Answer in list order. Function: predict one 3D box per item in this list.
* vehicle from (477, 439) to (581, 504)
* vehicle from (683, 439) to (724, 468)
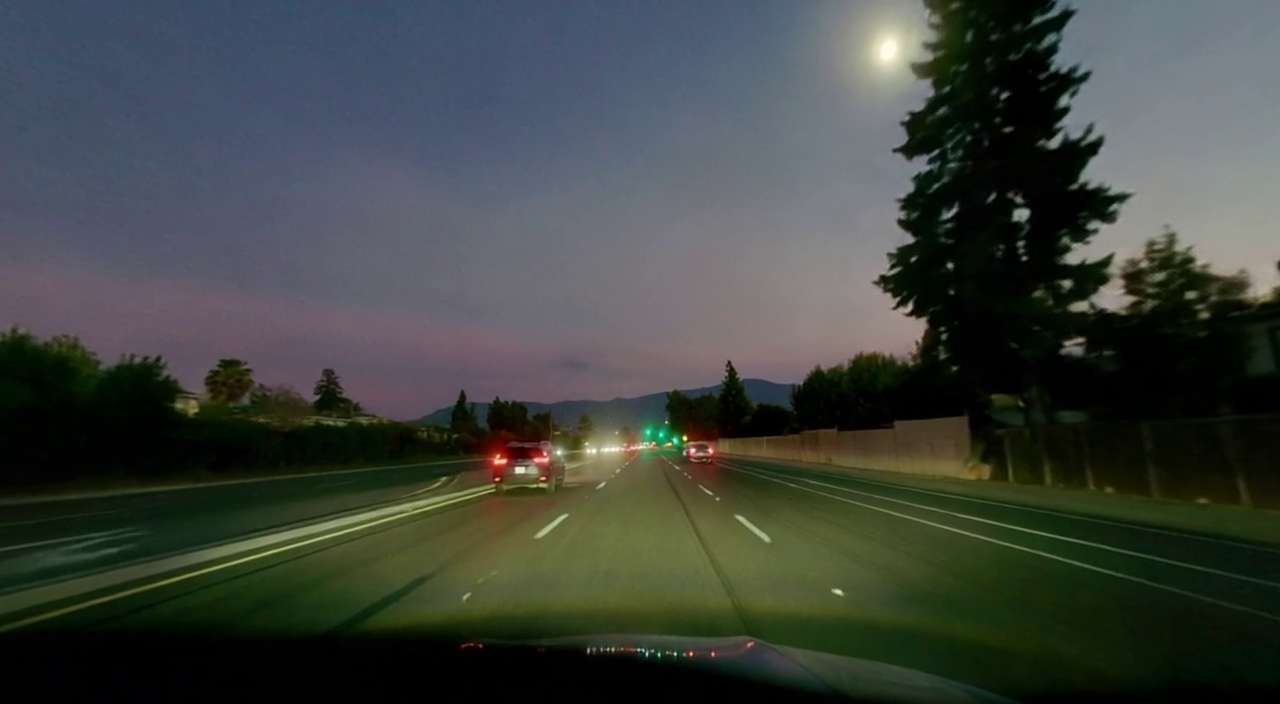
[{"bbox_3d":[-2.853,3.171,17.266,1.966,1.524,4.410,0,-8,1],"label":"vehicle"},{"bbox_3d":[4.038,6.528,40.719,2.114,1.780,4.445,0,-8,-1],"label":"vehicle"}]
